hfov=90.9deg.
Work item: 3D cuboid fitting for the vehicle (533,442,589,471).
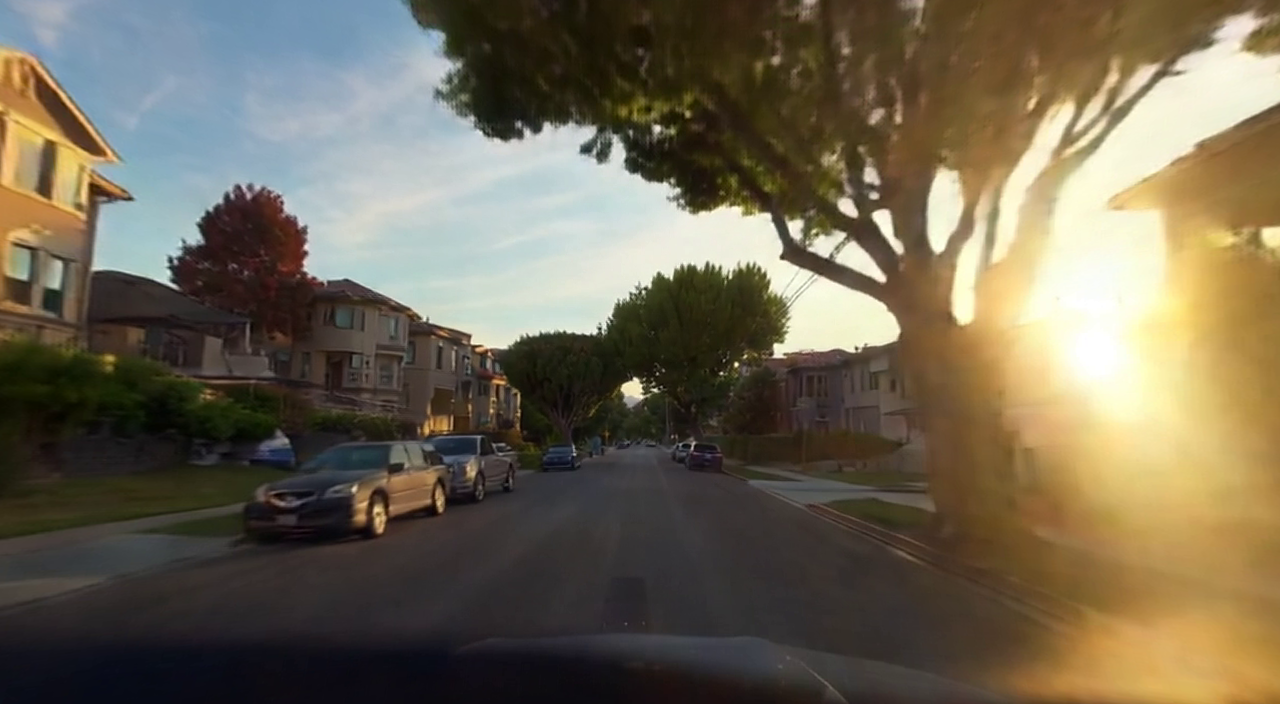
[{"bbox_3d":[-3.849,5.180,31.451,1.995,1.330,4.080,0,-8,3],"label":"vehicle"}]

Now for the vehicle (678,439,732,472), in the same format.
[{"bbox_3d":[3.104,5.096,31.255,2.000,1.456,5.251,0,-8,-1],"label":"vehicle"}]

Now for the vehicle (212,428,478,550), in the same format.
[{"bbox_3d":[-4.342,2.080,10.337,2.086,1.493,4.582,-1,-8,1],"label":"vehicle"}]

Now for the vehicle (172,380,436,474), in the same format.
[{"bbox_3d":[-10.553,2.444,20.417,6.780,2.770,2.970,0,-8,1],"label":"vehicle"}]
